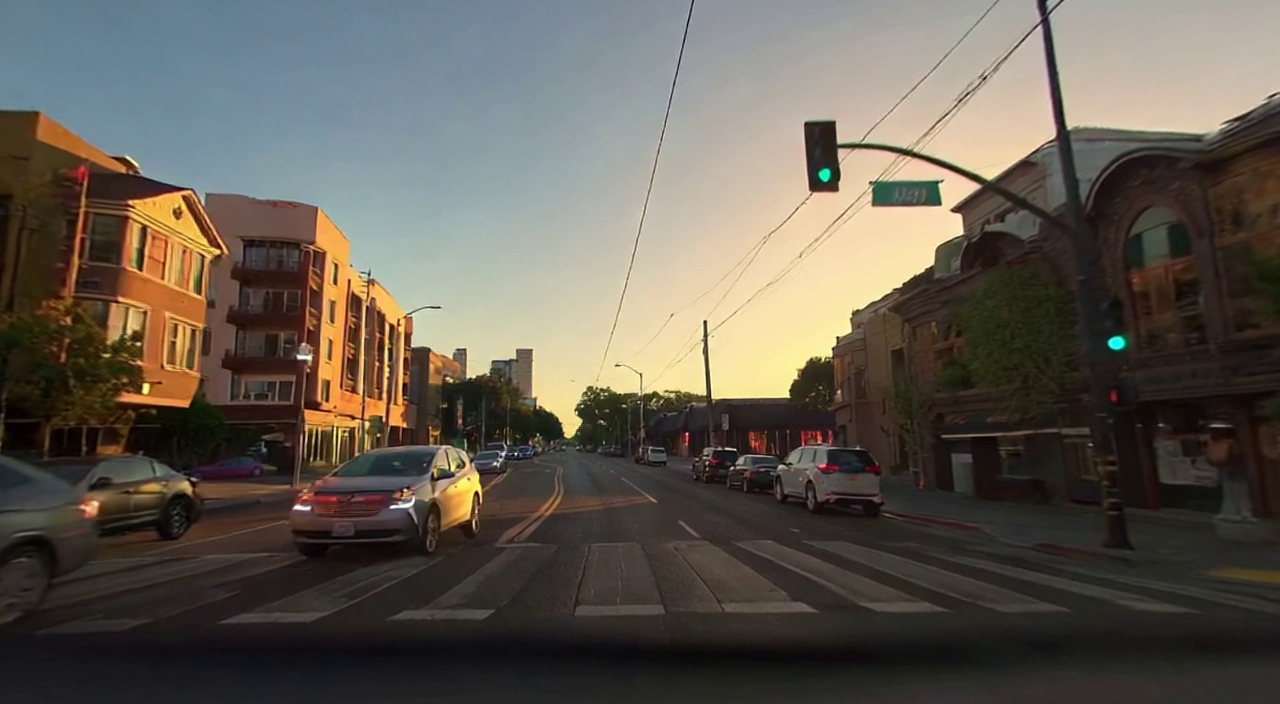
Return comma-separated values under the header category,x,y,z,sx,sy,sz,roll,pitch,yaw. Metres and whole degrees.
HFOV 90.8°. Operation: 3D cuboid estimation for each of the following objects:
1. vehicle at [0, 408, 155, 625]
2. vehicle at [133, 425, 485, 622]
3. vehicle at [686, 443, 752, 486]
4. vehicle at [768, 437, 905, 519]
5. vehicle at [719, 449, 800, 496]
category,x,y,z,sx,sy,sz,roll,pitch,yaw
vehicle,-6.505,1.325,4.738,1.906,1.872,4.904,0,-8,-2
vehicle,-3.564,1.897,8.083,2.129,1.744,4.568,0,-8,-2
vehicle,3.602,5.263,29.988,2.059,1.804,5.182,0,-9,-5
vehicle,5.194,3.363,17.544,1.945,1.931,4.778,0,-9,-4
vehicle,4.391,4.496,23.950,1.915,1.569,4.117,1,-9,-5
